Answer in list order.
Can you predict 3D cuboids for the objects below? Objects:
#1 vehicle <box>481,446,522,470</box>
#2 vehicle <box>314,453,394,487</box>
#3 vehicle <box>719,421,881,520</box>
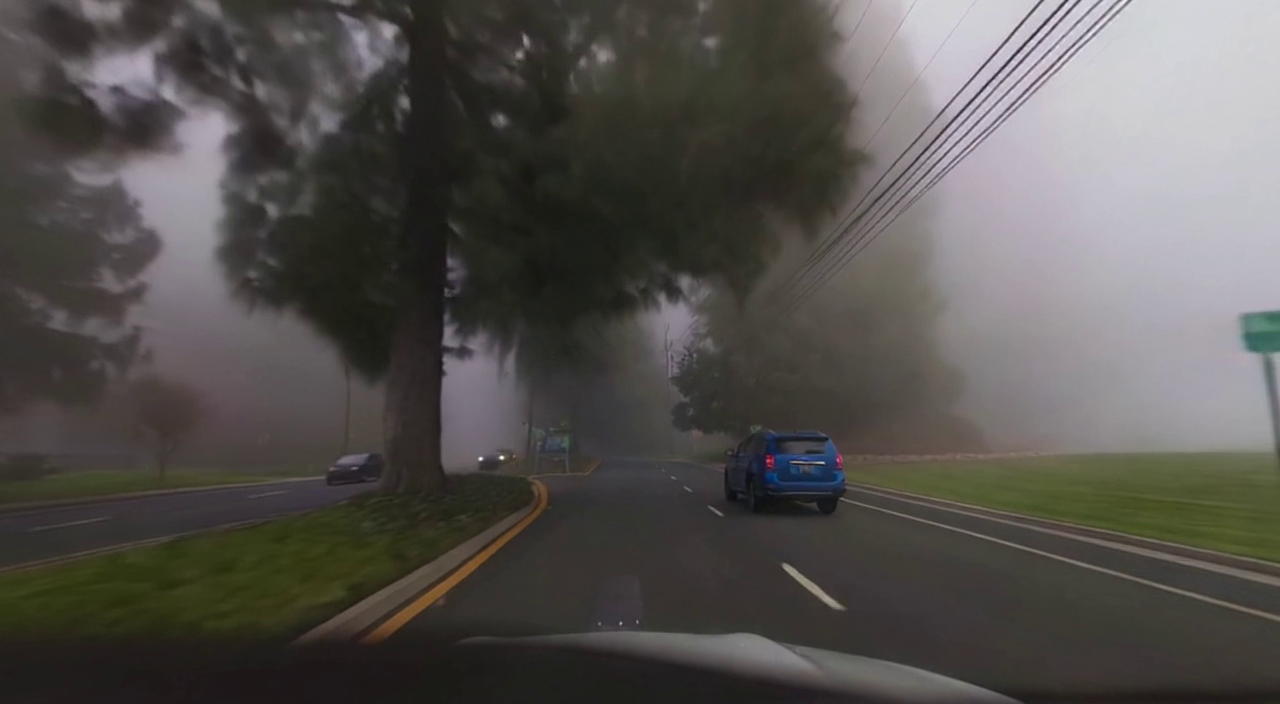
[{"bbox_3d":[-10.723,8.246,49.170,2.075,1.739,4.864,0,-9,0],"label":"vehicle"},{"bbox_3d":[-13.947,5.750,31.100,1.968,1.533,4.280,0,-9,-1],"label":"vehicle"},{"bbox_3d":[3.259,2.548,14.076,2.193,1.777,4.772,0,-9,-2],"label":"vehicle"}]
